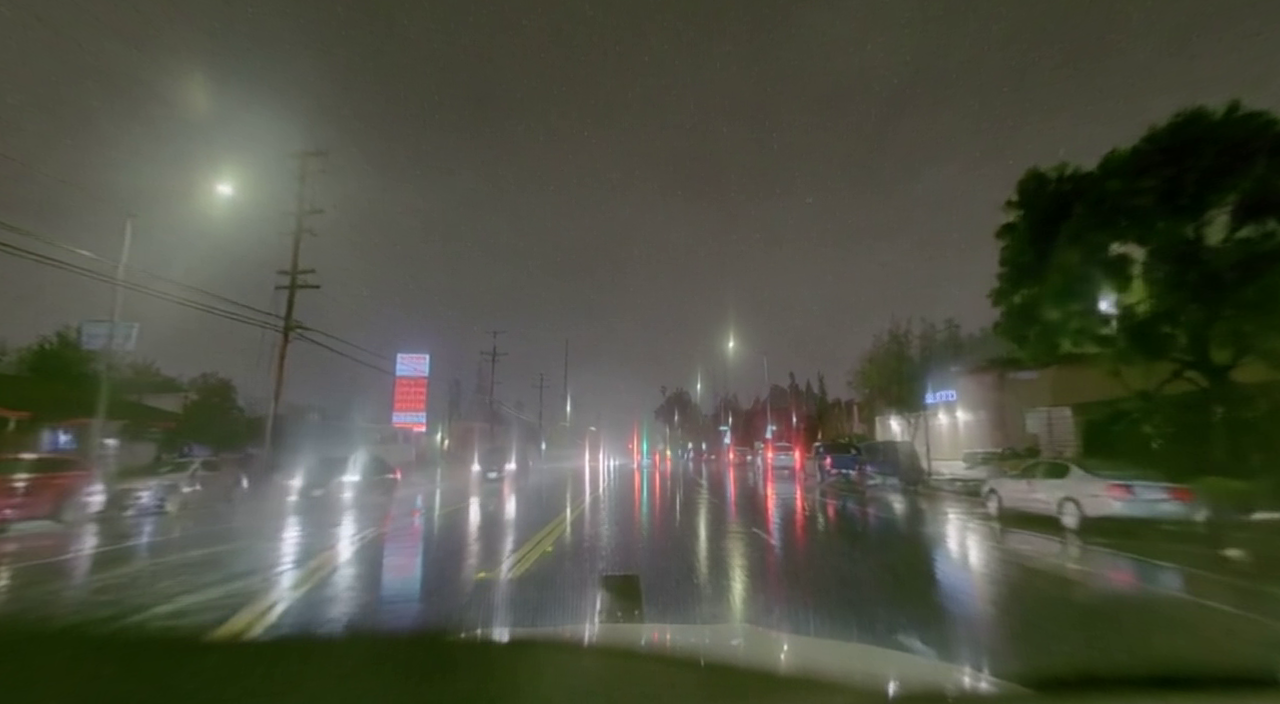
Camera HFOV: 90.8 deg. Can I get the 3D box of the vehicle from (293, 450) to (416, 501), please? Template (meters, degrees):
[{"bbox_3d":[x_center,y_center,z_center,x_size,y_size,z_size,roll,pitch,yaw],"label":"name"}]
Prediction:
[{"bbox_3d":[-9.605,4.160,21.753,2.060,1.507,4.532,0,-8,1],"label":"vehicle"}]

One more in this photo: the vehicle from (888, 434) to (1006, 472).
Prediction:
[{"bbox_3d":[15.397,5.088,31.912,4.698,1.815,2.342,0,-8,1],"label":"vehicle"}]

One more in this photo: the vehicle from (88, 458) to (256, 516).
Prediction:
[{"bbox_3d":[-14.111,4.044,19.457,1.795,1.462,4.466,0,-8,-1],"label":"vehicle"}]

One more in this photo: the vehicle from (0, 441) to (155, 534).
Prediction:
[{"bbox_3d":[-14.074,2.918,13.693,2.367,1.849,5.874,-2,-8,2],"label":"vehicle"}]

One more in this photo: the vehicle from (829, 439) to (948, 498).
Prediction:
[{"bbox_3d":[8.044,3.782,21.013,2.003,1.723,4.654,0,-8,0],"label":"vehicle"}]

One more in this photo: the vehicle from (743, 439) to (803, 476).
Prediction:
[{"bbox_3d":[7.833,6.263,37.848,2.370,2.022,5.918,0,-8,1],"label":"vehicle"}]

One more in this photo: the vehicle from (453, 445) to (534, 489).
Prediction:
[{"bbox_3d":[-5.958,4.711,26.349,2.213,1.626,4.736,0,-8,1],"label":"vehicle"}]

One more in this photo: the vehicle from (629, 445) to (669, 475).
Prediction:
[{"bbox_3d":[0.477,6.038,35.513,2.067,1.547,4.513,0,-8,0],"label":"vehicle"}]

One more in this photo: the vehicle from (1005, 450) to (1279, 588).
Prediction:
[{"bbox_3d":[7.661,2.172,9.195,1.874,1.437,4.593,0,-8,-1],"label":"vehicle"}]
